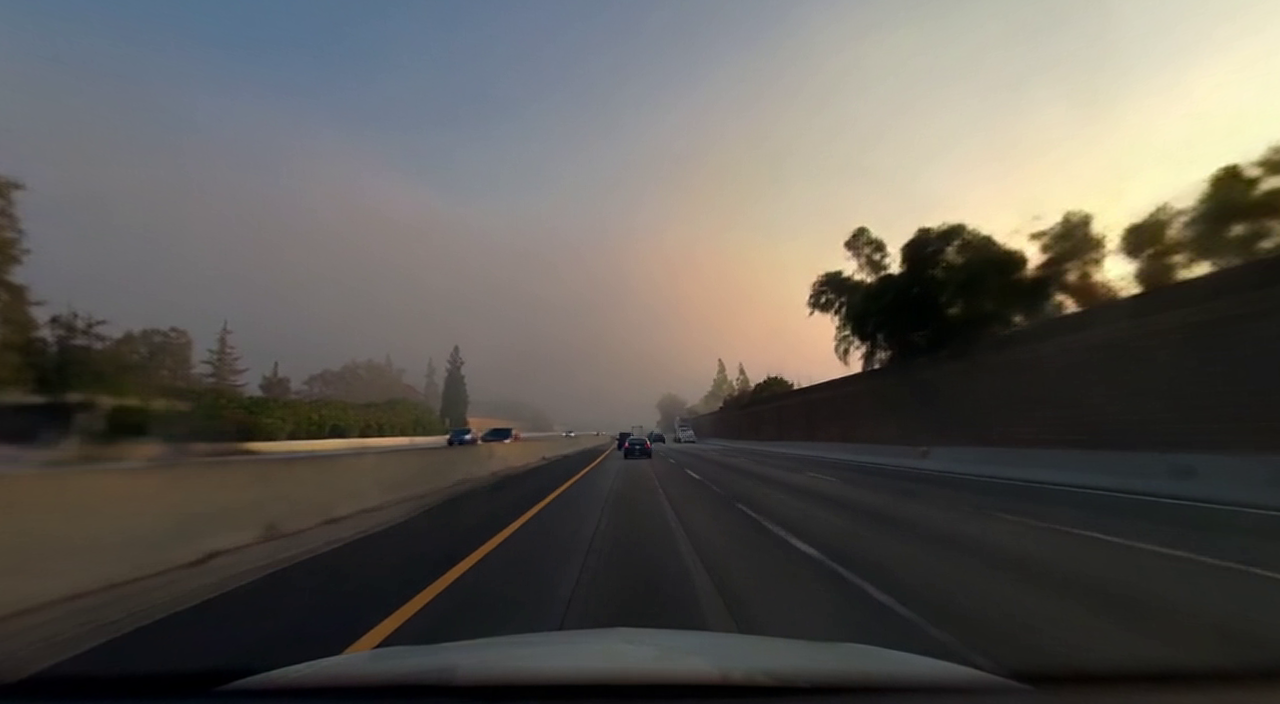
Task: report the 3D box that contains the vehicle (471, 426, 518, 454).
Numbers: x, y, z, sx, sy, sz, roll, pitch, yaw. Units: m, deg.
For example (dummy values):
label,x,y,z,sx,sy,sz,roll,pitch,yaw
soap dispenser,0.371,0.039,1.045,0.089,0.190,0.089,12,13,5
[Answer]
label,x,y,z,sx,sy,sz,roll,pitch,yaw
vehicle,-9.371,5.677,40.810,2.099,1.679,4.047,-1,-8,0

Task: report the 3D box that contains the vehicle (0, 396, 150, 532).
label,x,y,z,sx,sy,sz,roll,pitch,yaw
vehicle,-8.143,1.290,7.264,1.941,1.506,3.768,-1,-8,0

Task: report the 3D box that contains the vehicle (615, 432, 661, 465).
label,x,y,z,sx,sy,sz,roll,pitch,yaw
vehicle,-0.132,4.738,31.229,2.119,1.480,4.000,0,-8,-1
